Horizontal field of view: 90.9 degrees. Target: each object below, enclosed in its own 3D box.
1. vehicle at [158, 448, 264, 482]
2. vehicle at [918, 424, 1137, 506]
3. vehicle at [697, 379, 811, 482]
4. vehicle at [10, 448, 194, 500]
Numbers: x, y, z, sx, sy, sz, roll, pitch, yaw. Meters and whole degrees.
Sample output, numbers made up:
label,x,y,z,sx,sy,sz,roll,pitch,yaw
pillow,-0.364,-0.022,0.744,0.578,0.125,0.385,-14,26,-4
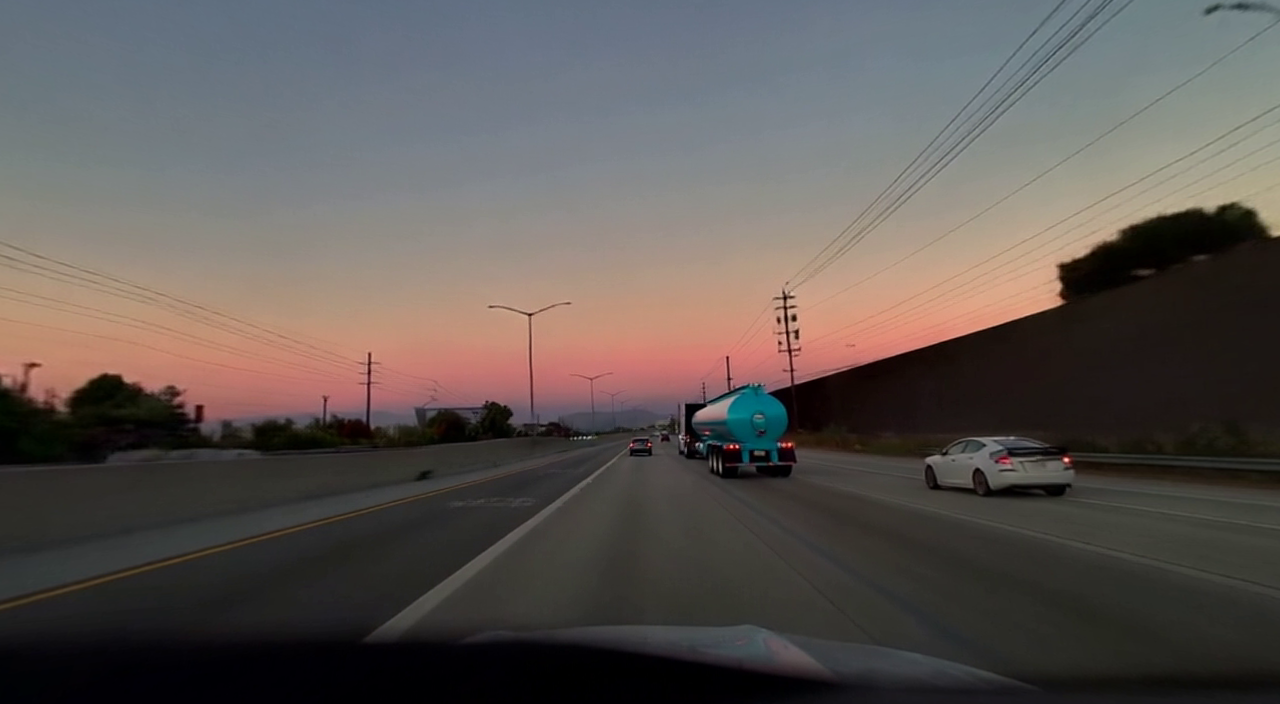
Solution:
label,x,y,z,sx,sy,sz,roll,pitch,yaw
vehicle,-21.076,5.536,31.271,1.866,1.490,4.776,0,-8,1
vehicle,8.157,2.417,13.938,1.905,1.480,4.624,0,-8,0
vehicle,3.900,3.005,23.612,2.791,3.179,8.074,0,-8,0
vehicle,-17.564,3.953,21.006,1.932,1.493,4.728,0,-8,1
